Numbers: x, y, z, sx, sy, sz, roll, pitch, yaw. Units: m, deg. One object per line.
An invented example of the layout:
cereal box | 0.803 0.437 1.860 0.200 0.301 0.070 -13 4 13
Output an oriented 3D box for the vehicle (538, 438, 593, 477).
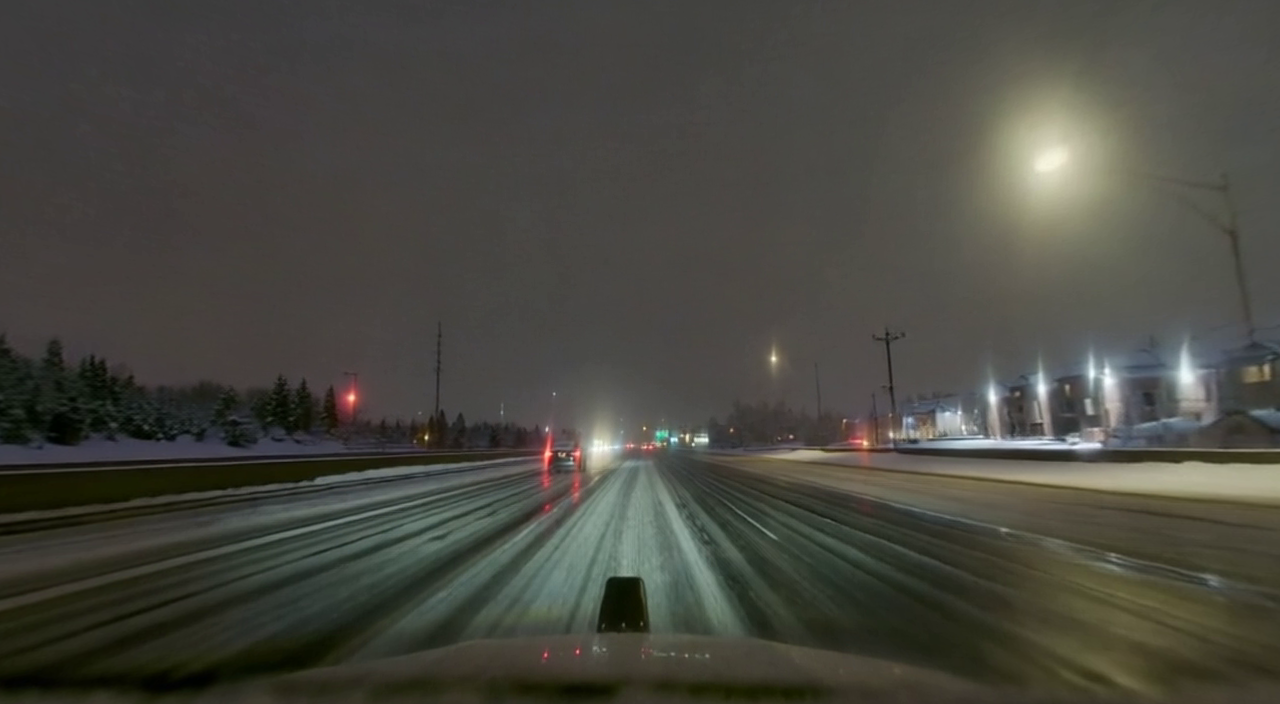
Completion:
vehicle | -3.513 5.070 30.522 2.072 1.706 4.359 0 -8 1
